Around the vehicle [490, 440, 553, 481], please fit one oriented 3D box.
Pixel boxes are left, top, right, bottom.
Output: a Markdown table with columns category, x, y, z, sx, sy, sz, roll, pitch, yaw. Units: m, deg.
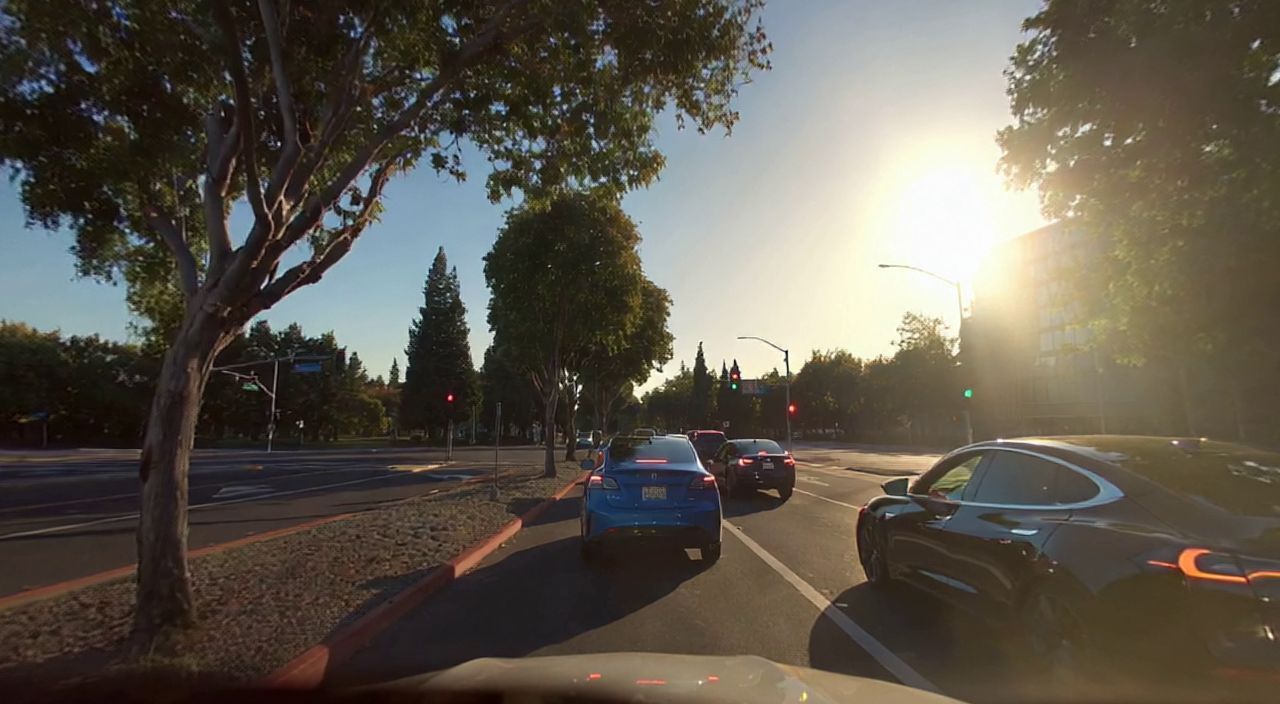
| category | x | y | z | sx | sy | sz | roll | pitch | yaw |
| --- | --- | --- | --- | --- | --- | --- | --- | --- | --- |
| vehicle | -4.629 | 4.292 | 25.251 | 1.972 | 1.457 | 4.171 | 0 | -8 | -4 |

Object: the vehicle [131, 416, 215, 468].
| category | x | y | z | sx | sy | sz | roll | pitch | yaw |
| --- | --- | --- | --- | --- | --- | --- | --- | --- | --- |
| vehicle | -29.264 | 5.636 | 39.703 | 2.608 | 2.990 | 3.026 | 2 | -8 | 2 |

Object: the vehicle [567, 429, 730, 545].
| category | x | y | z | sx | sy | sz | roll | pitch | yaw |
| --- | --- | --- | --- | --- | --- | --- | --- | --- | --- |
| vehicle | 0.029 | 2.088 | 10.473 | 2.147 | 1.499 | 4.240 | 0 | -8 | -2 |

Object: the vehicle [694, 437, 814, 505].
| category | x | y | z | sx | sy | sz | roll | pitch | yaw |
| --- | --- | --- | --- | --- | --- | --- | --- | --- | --- |
| vehicle | 2.697 | 2.936 | 16.034 | 2.058 | 1.466 | 4.208 | 0 | -8 | -3 |

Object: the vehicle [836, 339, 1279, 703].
| category | x | y | z | sx | sy | sz | roll | pitch | yaw |
| --- | --- | --- | --- | --- | --- | --- | --- | --- | --- |
| vehicle | 3.185 | 1.111 | 4.298 | 2.167 | 1.676 | 4.443 | 0 | -8 | -1 |

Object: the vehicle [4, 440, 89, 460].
| category | x | y | z | sx | sy | sz | roll | pitch | yaw |
| --- | --- | --- | --- | --- | --- | --- | --- | --- | --- |
| vehicle | -45.162 | 7.459 | 48.099 | 4.418 | 1.415 | 1.941 | 0 | -8 | -1 |
